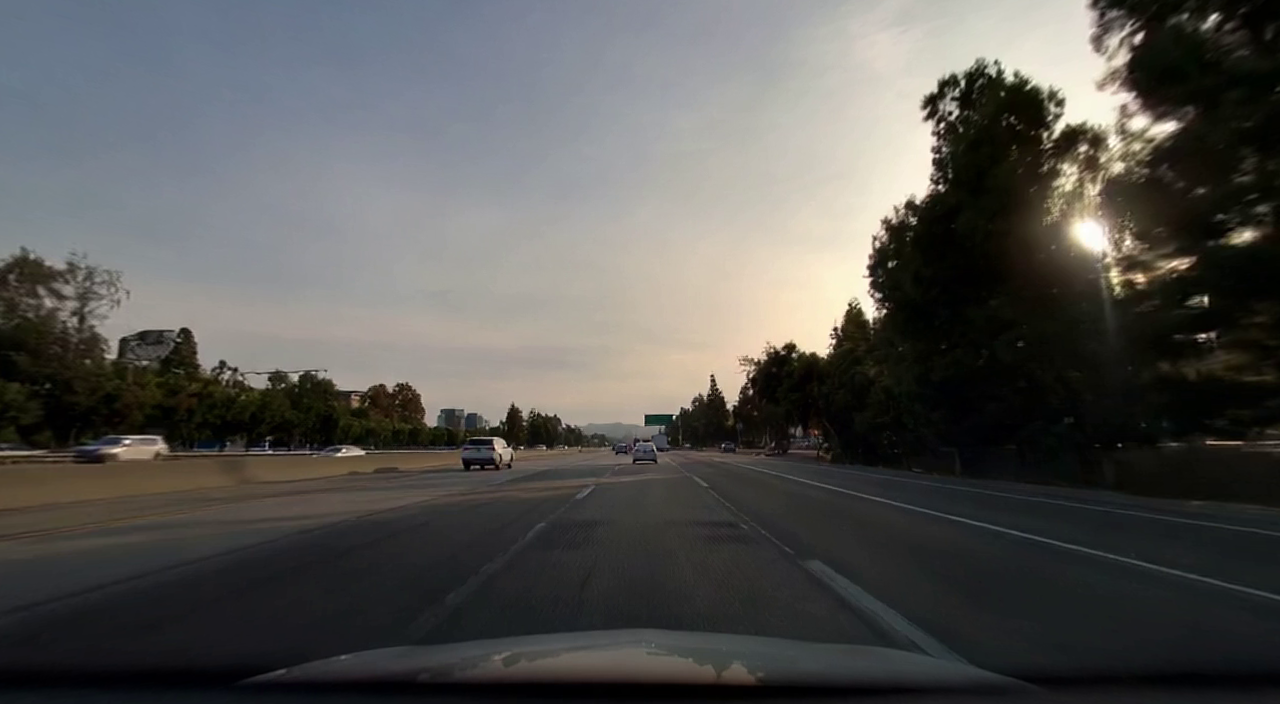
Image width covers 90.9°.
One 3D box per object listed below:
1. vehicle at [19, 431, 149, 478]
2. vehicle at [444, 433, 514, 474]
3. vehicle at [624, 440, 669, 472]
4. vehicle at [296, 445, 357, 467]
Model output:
[{"bbox_3d":[-29.290,5.395,33.491,2.171,2.237,5.038,0,-8,1],"label":"vehicle"},{"bbox_3d":[-7.535,4.777,29.972,2.093,1.789,4.399,0,-8,1],"label":"vehicle"},{"bbox_3d":[0.292,5.200,31.852,2.112,1.482,4.082,0,-8,0],"label":"vehicle"},{"bbox_3d":[-21.618,7.153,43.653,1.850,1.444,4.446,0,-8,1],"label":"vehicle"}]
